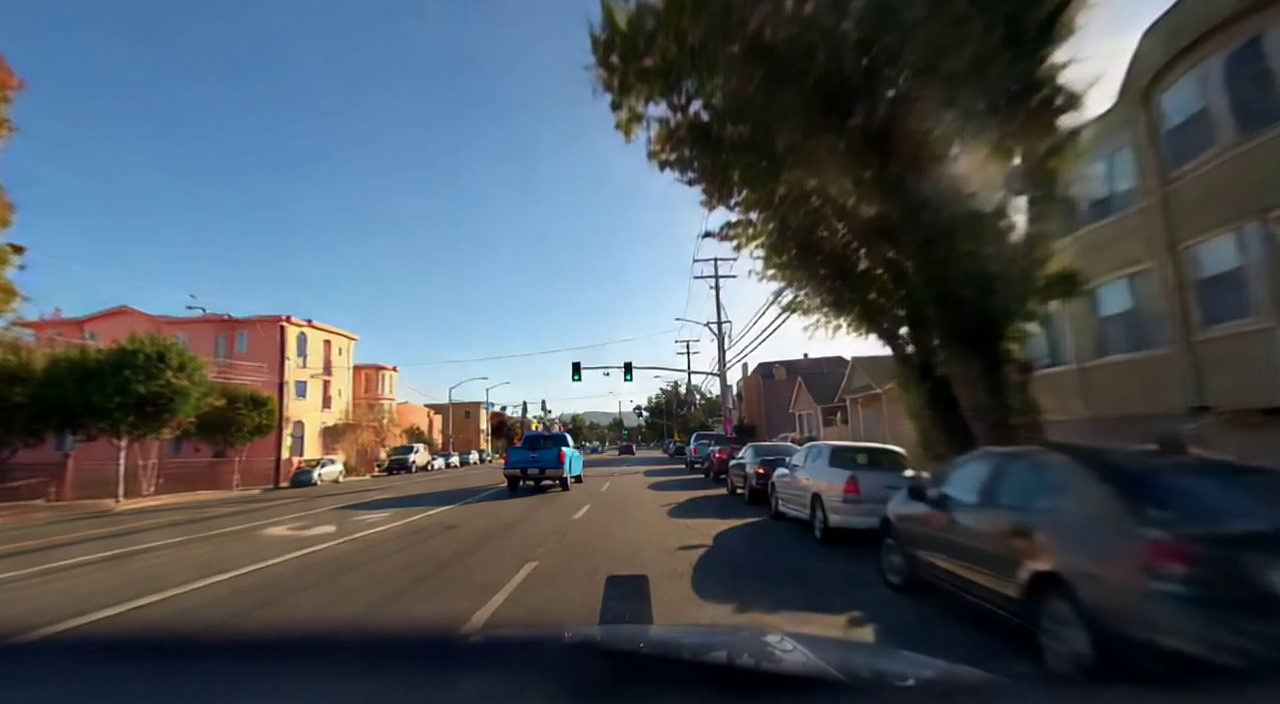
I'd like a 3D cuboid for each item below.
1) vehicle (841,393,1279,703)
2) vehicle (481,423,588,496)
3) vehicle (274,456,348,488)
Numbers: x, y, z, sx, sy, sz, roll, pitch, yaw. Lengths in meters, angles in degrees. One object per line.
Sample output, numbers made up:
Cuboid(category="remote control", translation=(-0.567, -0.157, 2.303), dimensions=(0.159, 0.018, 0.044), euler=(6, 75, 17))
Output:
Cuboid(category="vehicle", translation=(3.089, 1.217, 4.340), dimensions=(1.951, 1.475, 4.827), euler=(-1, -9, 2))
Cuboid(category="vehicle", translation=(-2.988, 3.222, 19.219), dimensions=(2.242, 1.890, 5.306), euler=(-1, -9, 1))
Cuboid(category="vehicle", translation=(-18.652, 6.788, 35.929), dimensions=(1.908, 1.614, 4.092), euler=(-1, -9, 1))
